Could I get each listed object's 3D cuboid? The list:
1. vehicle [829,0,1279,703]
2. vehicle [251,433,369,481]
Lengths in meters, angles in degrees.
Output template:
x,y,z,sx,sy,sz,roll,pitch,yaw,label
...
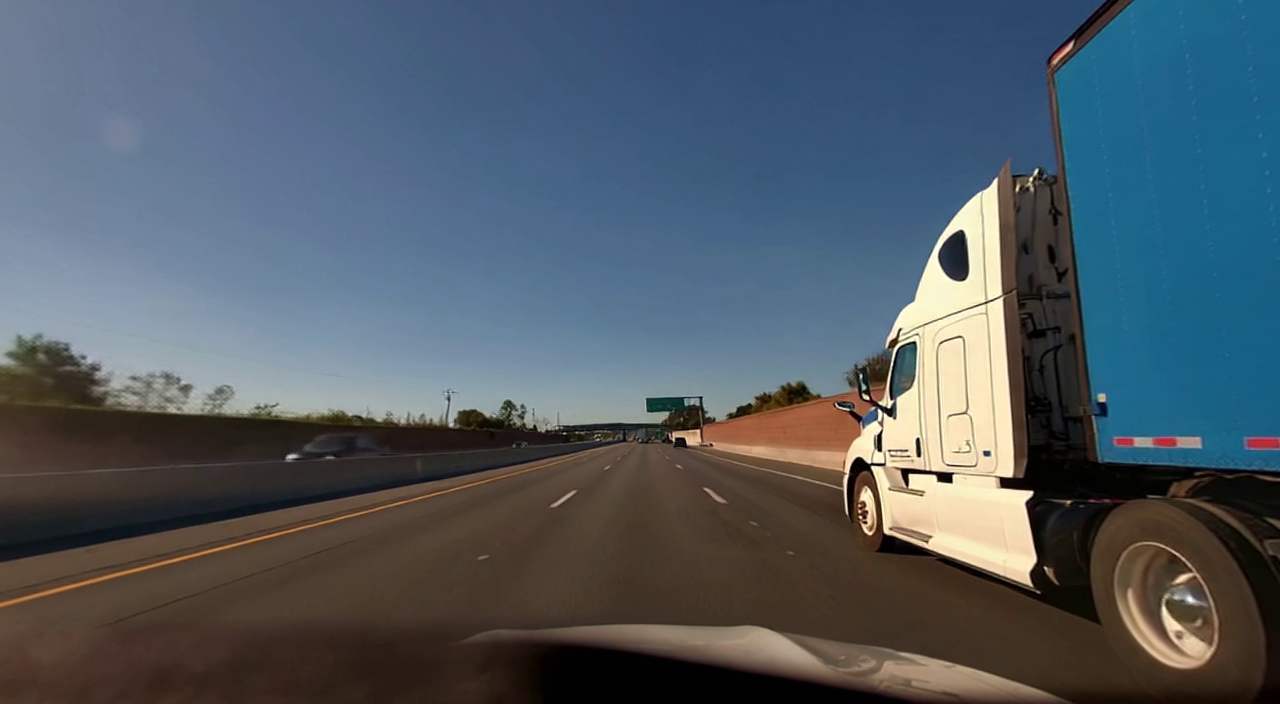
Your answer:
x,y,z,sx,sy,sz,roll,pitch,yaw,label
3.658,-0.216,2.599,3.012,3.768,8.945,0,-8,1,vehicle
-13.528,4.334,26.309,2.123,1.777,5.035,0,-8,1,vehicle
